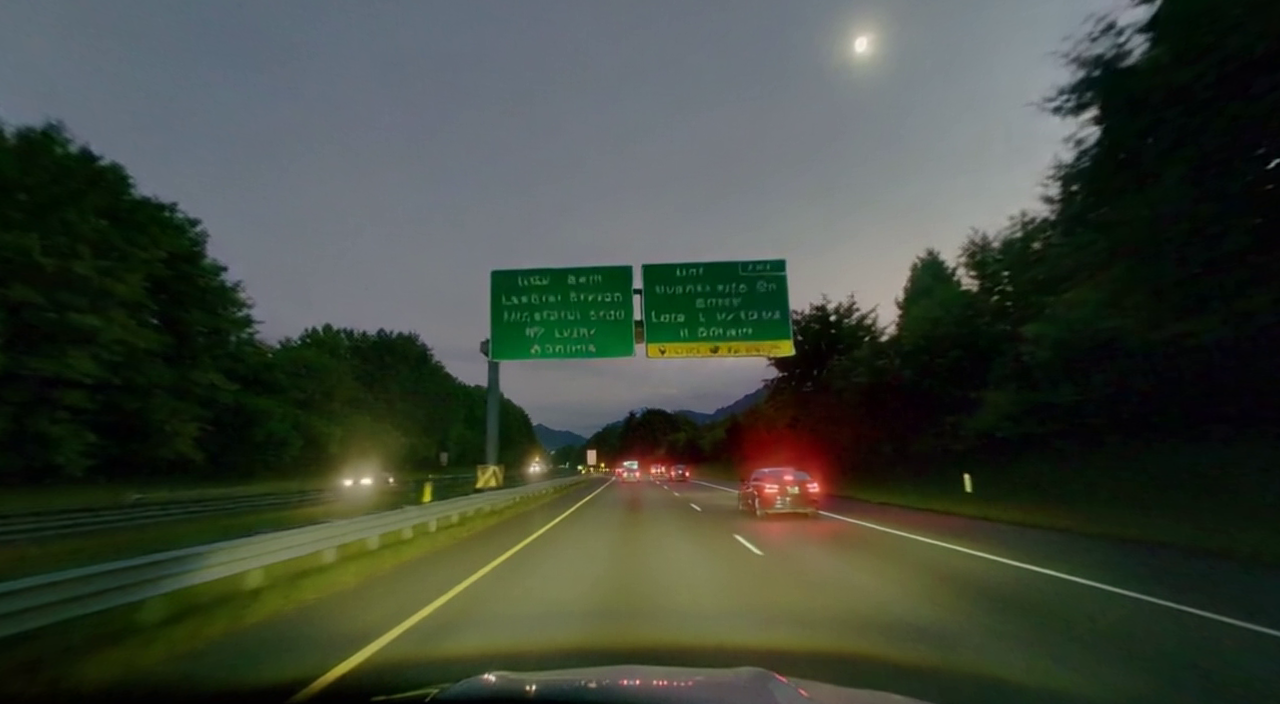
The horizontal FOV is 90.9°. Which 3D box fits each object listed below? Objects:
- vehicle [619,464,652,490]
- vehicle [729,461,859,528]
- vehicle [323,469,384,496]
[{"bbox_3d":[-0.305,7.823,39.513,1.980,1.483,3.865,1,-11,-1],"label":"vehicle"},{"bbox_3d":[3.744,3.613,16.384,2.018,1.426,4.941,1,-11,-2],"label":"vehicle"},{"bbox_3d":[-17.359,7.907,38.393,1.812,1.497,4.038,1,-11,-1],"label":"vehicle"}]
